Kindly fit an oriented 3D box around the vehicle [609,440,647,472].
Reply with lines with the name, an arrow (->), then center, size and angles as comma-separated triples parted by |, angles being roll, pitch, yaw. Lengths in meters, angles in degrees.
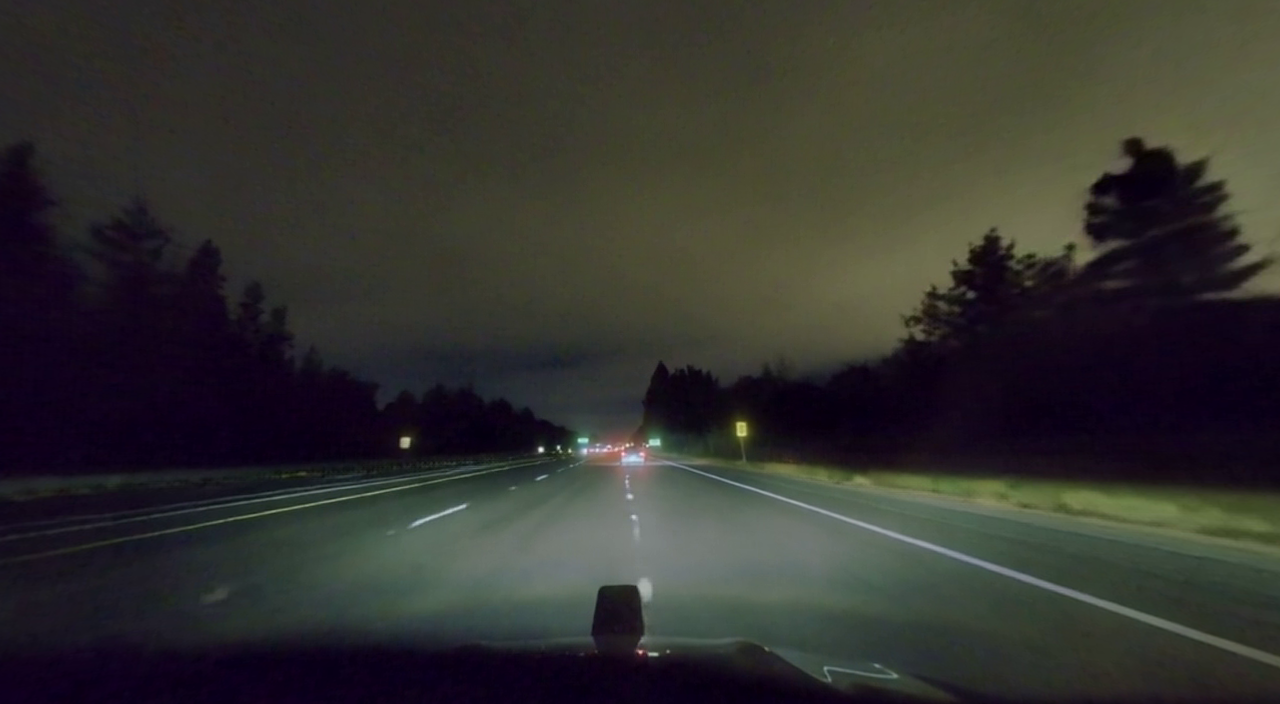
vehicle -> -0.690, 6.107, 37.098 | 2.120, 1.715, 4.153 | 0, -9, 0
